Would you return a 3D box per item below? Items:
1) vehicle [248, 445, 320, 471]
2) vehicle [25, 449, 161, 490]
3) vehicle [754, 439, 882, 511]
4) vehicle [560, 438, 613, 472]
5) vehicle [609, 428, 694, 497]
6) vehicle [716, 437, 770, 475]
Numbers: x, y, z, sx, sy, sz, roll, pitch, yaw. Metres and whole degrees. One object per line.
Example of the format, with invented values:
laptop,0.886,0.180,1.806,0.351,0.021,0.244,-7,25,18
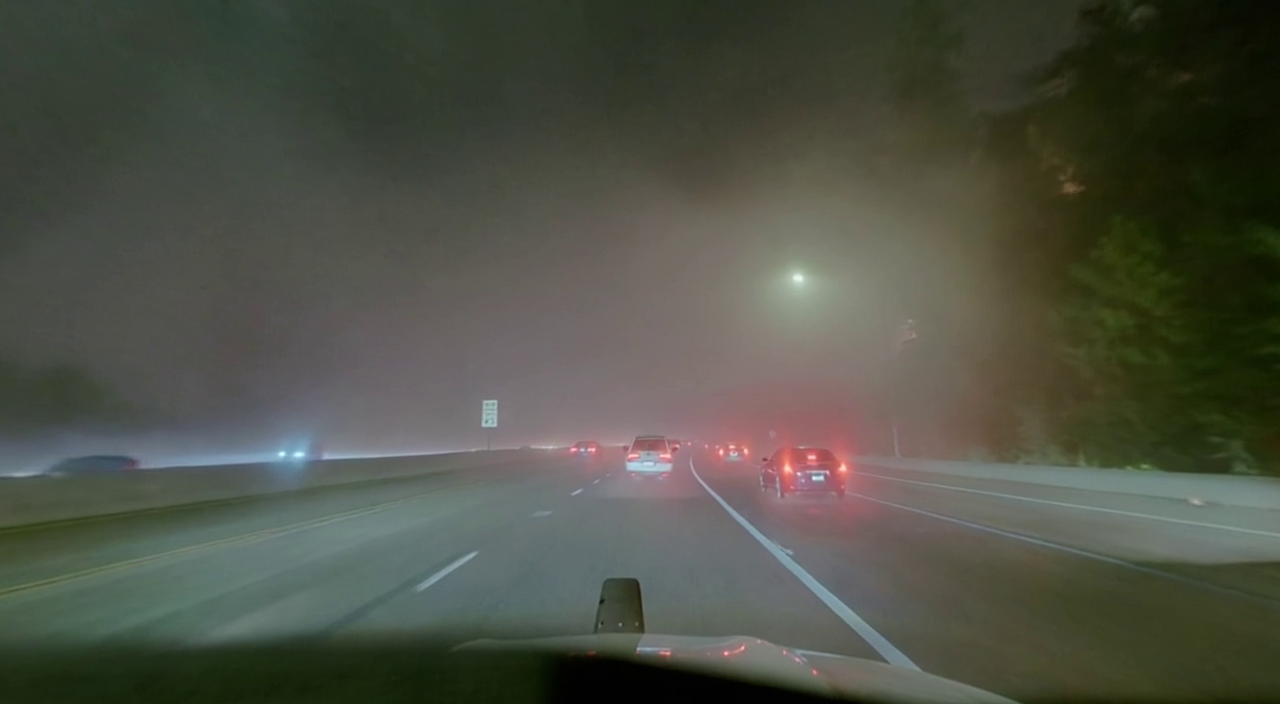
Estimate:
vehicle,-26.630,7.920,47.353,2.189,1.783,5.020,0,-9,4
vehicle,-24.332,5.199,28.270,1.918,1.639,4.454,0,-9,3
vehicle,4.249,2.993,15.842,1.999,1.514,4.338,0,-9,1
vehicle,-2.751,5.506,33.785,2.128,1.627,4.697,0,-9,4
vehicle,0.351,3.143,18.176,2.181,1.728,3.970,0,-9,2
vehicle,4.996,5.137,31.168,2.063,1.710,4.591,0,-9,3
